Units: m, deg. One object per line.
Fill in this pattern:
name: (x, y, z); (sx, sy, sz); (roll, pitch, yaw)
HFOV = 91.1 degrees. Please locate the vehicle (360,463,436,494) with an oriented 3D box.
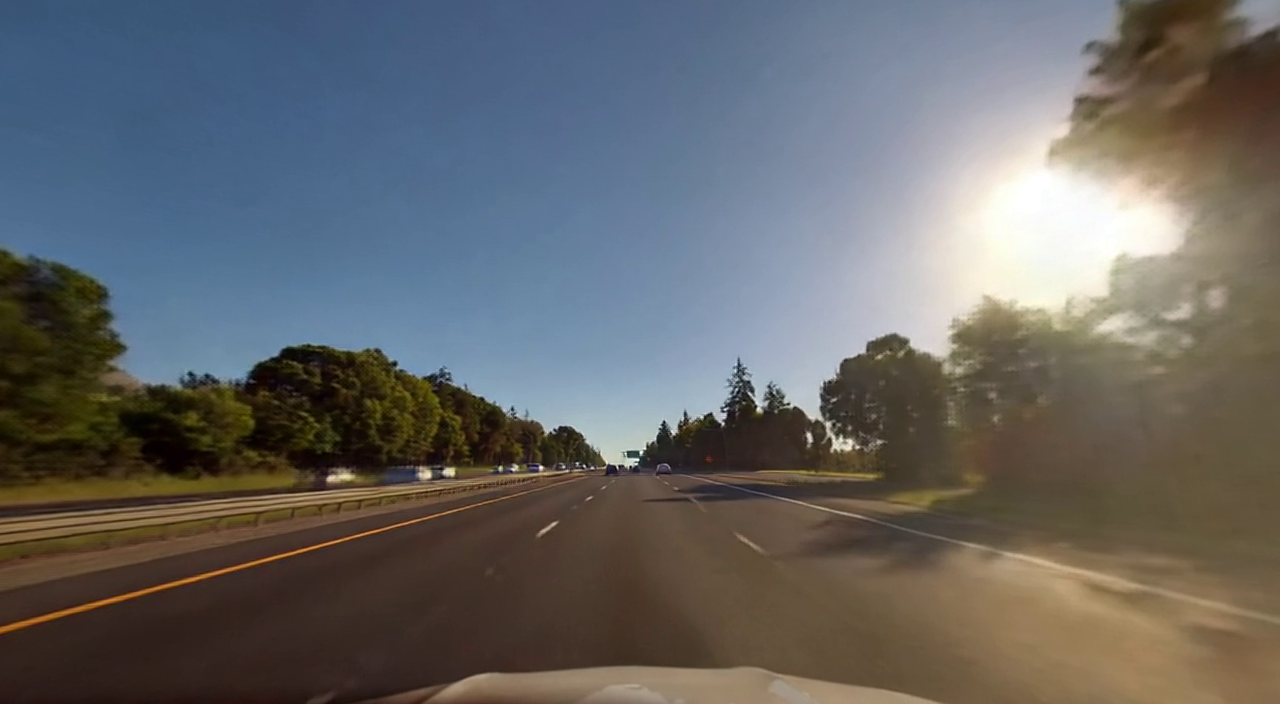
vehicle: (-12.669, 6.657, 33.249); (2.158, 1.473, 4.511); (1, -10, 1)

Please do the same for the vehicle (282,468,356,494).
vehicle: (-19.605, 7.886, 38.595); (2.040, 1.461, 4.505); (1, -10, 1)
